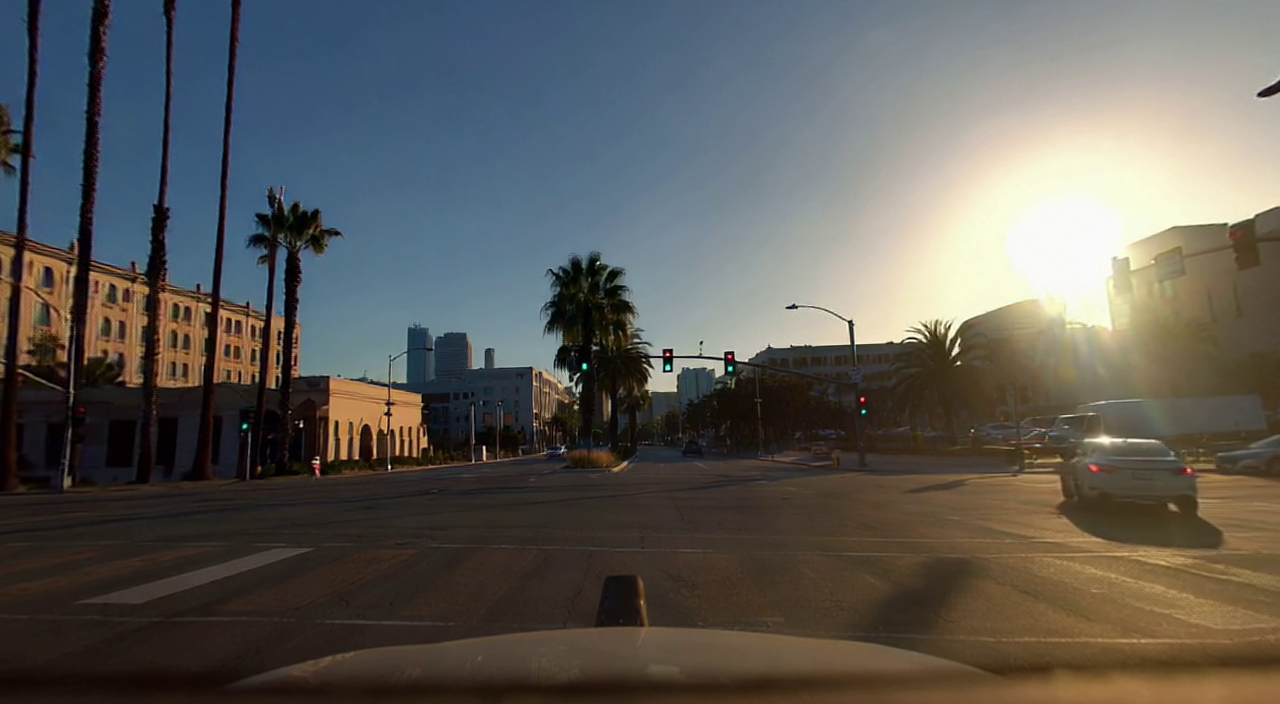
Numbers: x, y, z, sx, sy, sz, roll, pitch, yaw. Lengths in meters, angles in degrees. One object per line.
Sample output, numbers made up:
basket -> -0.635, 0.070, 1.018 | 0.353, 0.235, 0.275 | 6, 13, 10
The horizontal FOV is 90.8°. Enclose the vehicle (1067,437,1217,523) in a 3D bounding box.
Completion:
vehicle -> 10.450, 2.610, 13.520 | 2.003, 1.475, 4.520 | -5, -10, 33

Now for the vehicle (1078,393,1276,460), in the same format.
vehicle -> 32.628, 4.722, 39.330 | 2.863, 3.609, 10.252 | 0, -8, -3
